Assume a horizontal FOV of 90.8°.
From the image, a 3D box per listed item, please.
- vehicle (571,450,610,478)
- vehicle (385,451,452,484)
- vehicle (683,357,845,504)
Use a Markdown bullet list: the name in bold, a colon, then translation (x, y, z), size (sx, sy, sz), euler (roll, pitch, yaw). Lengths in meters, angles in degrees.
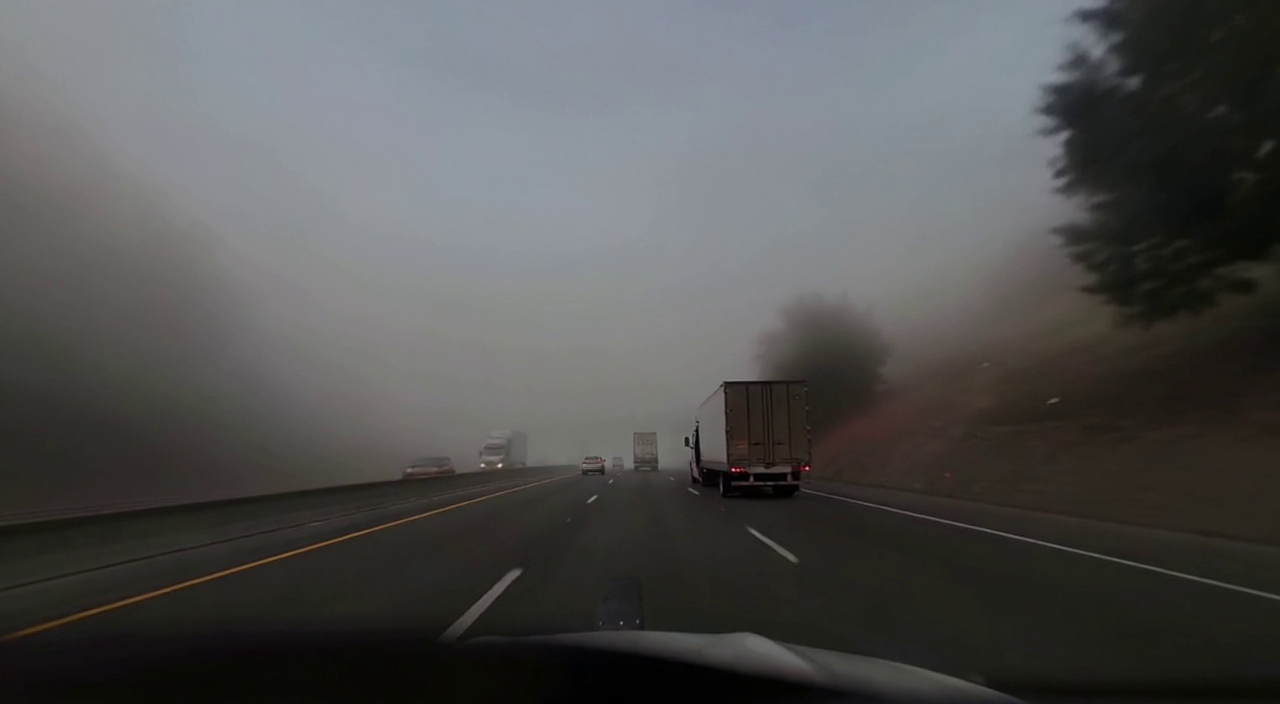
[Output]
- **vehicle**: translation (-2.972, 6.807, 38.595), size (2.007, 1.647, 3.854), euler (0, -9, 1)
- **vehicle**: translation (-11.860, 6.183, 34.142), size (1.921, 1.647, 4.470), euler (0, -9, 1)
- **vehicle**: translation (3.955, 3.423, 25.716), size (3.131, 4.037, 16.729), euler (0, -9, 0)
